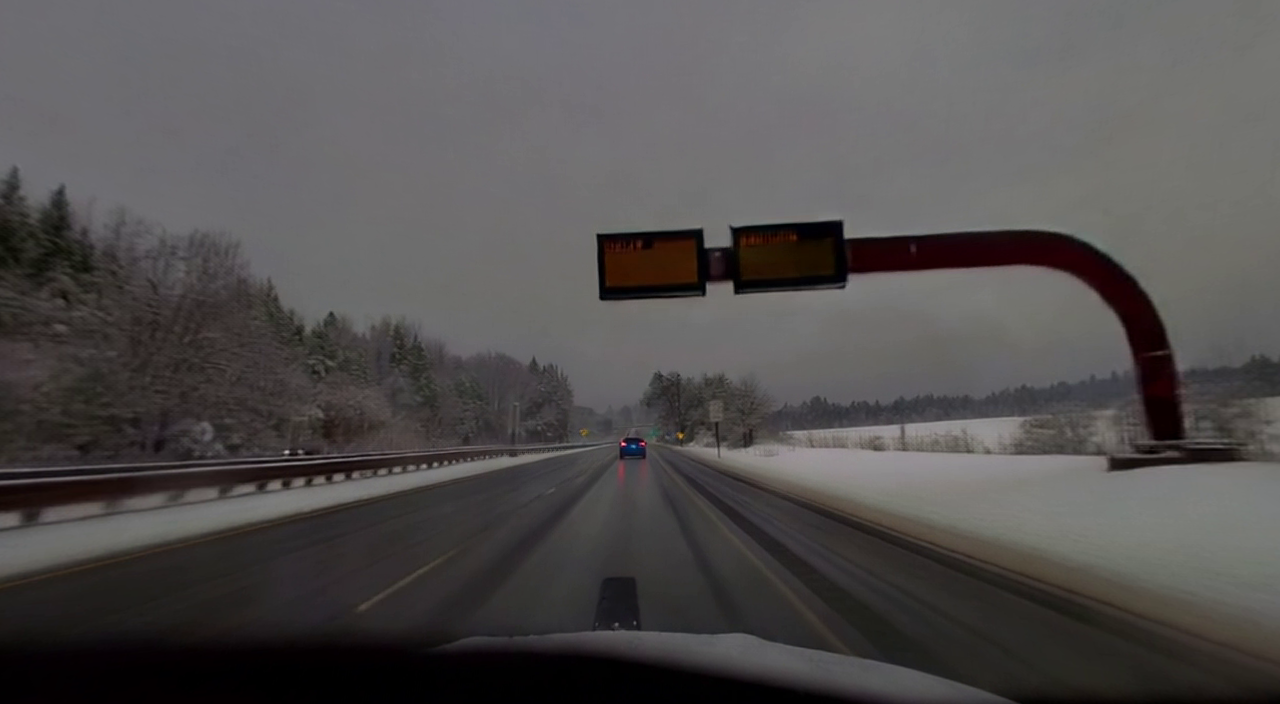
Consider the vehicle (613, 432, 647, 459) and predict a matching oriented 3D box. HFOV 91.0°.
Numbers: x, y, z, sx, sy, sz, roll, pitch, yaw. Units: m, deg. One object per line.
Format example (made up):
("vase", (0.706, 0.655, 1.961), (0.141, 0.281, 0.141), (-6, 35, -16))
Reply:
("vehicle", (-0.698, 6.348, 42.803), (2.180, 1.717, 4.139), (0, -8, -1))
